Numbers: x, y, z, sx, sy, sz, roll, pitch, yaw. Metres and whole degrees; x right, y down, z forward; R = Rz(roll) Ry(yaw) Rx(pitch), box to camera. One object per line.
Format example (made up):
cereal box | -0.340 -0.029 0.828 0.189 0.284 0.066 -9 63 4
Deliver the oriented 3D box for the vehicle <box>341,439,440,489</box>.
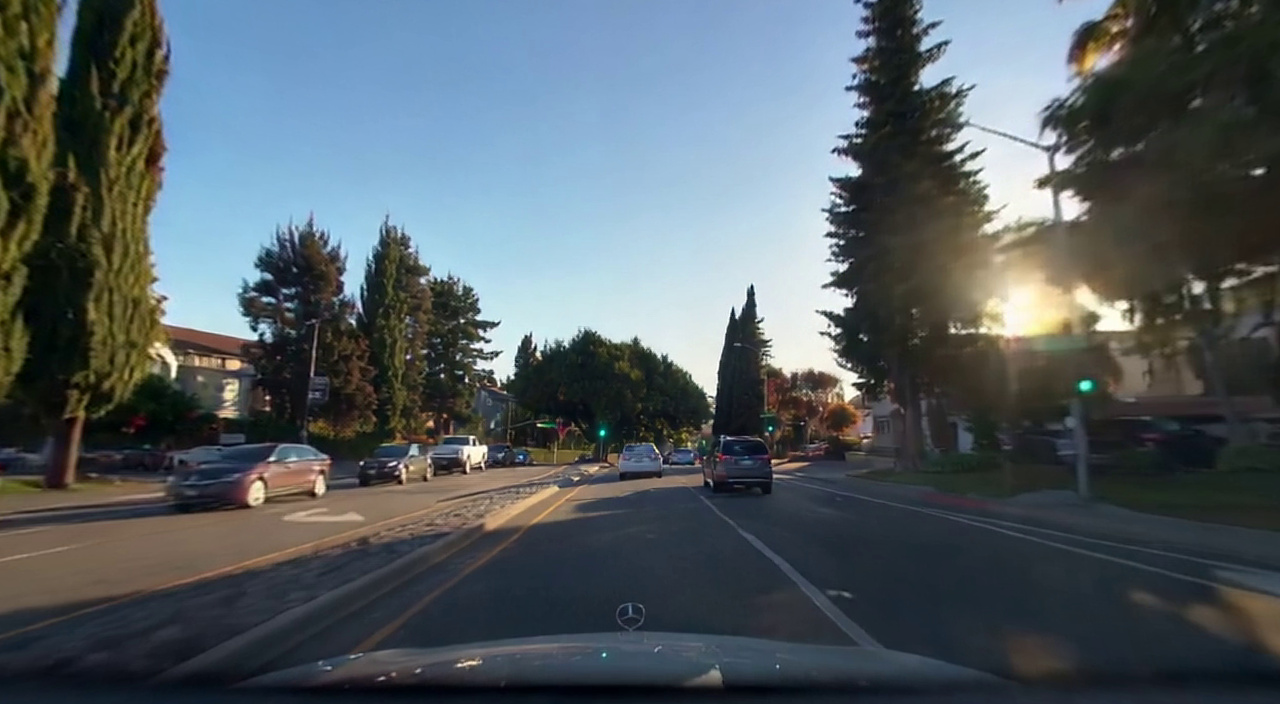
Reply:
vehicle | -9.224 4.145 23.703 1.988 1.663 4.316 0 -9 -1

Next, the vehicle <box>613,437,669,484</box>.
vehicle | 0.006 4.599 27.029 2.185 1.822 4.391 0 -9 -1

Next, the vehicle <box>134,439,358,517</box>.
vehicle | -8.966 2.894 15.081 2.140 1.510 5.005 0 -9 0

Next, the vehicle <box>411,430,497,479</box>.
vehicle | -8.983 5.043 31.285 2.037 2.113 7.185 0 -9 0

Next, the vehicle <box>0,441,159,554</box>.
vehicle | -9.002 1.933 8.518 1.786 1.422 4.021 0 -9 1

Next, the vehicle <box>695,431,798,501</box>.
vehicle | 2.977 3.298 18.666 2.166 1.799 4.372 0 -9 -1
